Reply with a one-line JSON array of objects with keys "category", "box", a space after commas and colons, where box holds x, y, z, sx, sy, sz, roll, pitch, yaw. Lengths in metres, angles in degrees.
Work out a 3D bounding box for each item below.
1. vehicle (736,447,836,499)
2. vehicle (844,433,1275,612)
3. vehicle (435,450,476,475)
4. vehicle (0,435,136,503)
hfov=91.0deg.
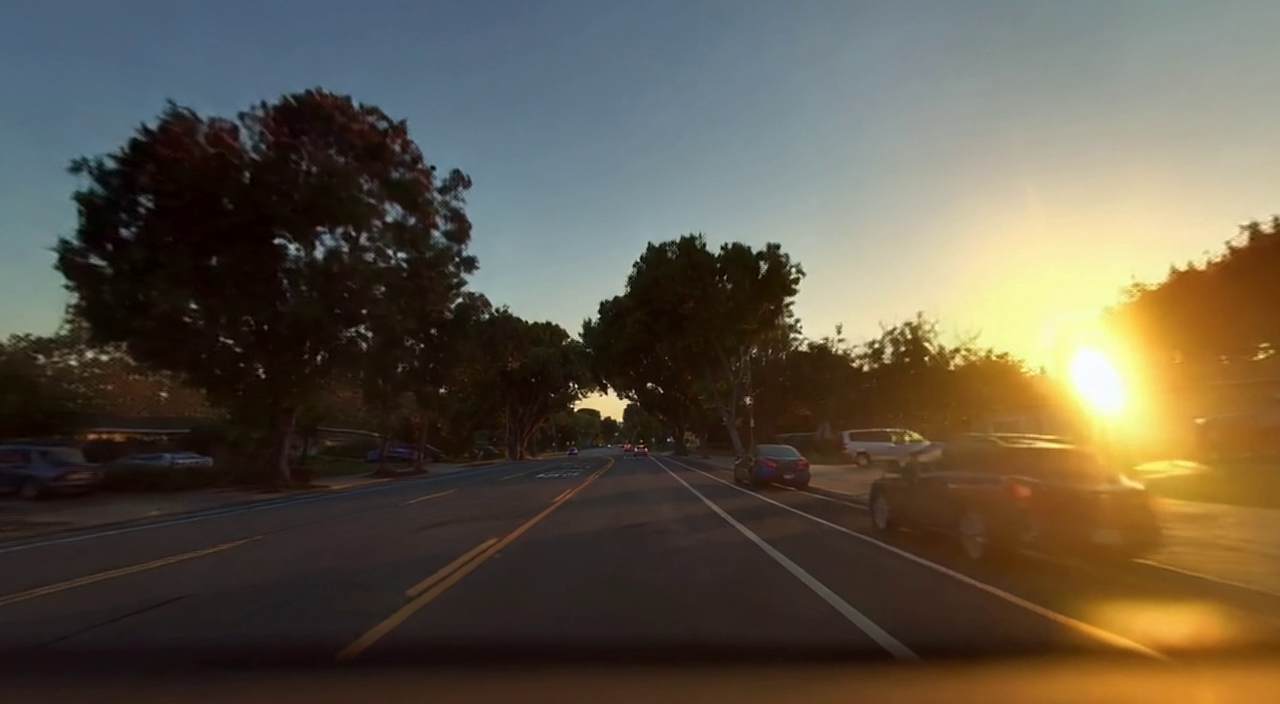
[{"category": "vehicle", "box": [4.558, 3.834, 20.537, 1.980, 1.465, 4.970, 0, -8, -1]}, {"category": "vehicle", "box": [4.420, 1.831, 7.899, 1.999, 1.512, 4.826, 0, -8, -2]}, {"category": "vehicle", "box": [-13.038, 7.812, 44.652, 1.791, 1.552, 3.919, -3, -8, 0]}, {"category": "vehicle", "box": [-19.388, 3.564, 19.433, 5.684, 1.934, 2.217, 0, -8, 1]}]
